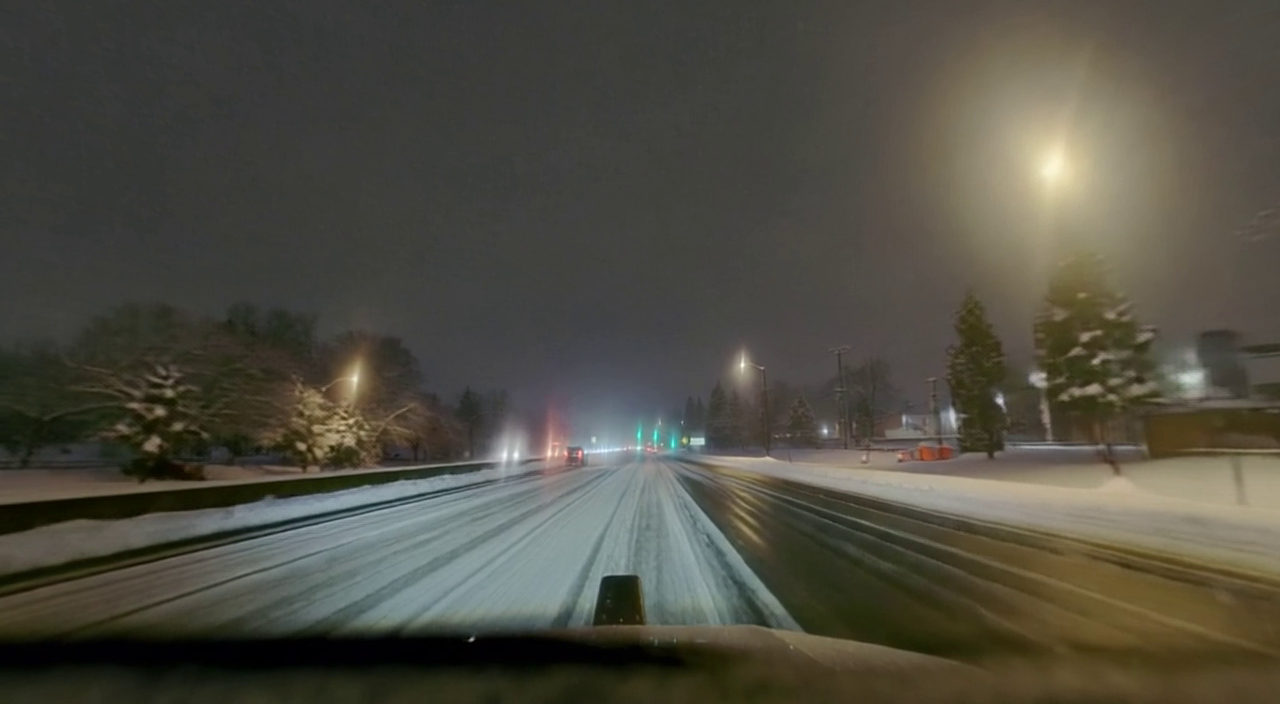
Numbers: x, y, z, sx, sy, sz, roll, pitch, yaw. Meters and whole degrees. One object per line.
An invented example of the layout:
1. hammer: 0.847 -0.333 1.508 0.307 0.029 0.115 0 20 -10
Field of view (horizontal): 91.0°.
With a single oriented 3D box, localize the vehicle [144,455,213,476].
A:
1. vehicle: -35.840 8.830 48.964 3.890 1.540 1.824 0 -9 0
